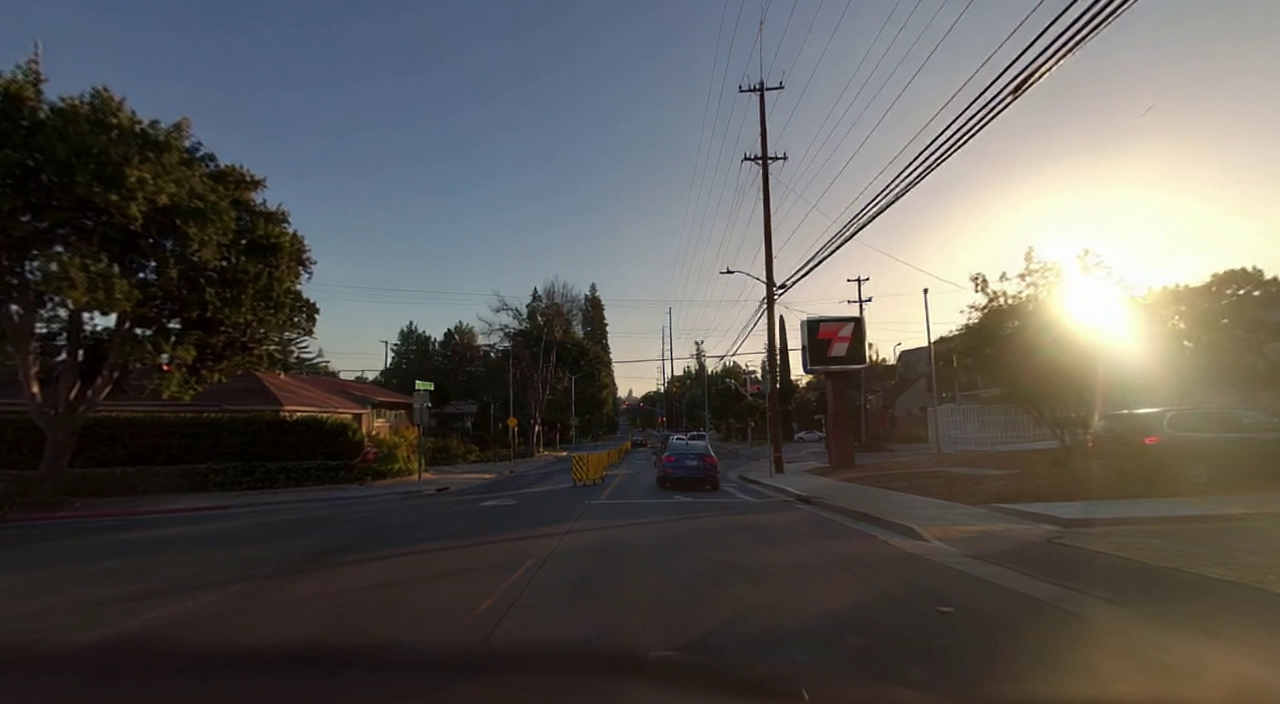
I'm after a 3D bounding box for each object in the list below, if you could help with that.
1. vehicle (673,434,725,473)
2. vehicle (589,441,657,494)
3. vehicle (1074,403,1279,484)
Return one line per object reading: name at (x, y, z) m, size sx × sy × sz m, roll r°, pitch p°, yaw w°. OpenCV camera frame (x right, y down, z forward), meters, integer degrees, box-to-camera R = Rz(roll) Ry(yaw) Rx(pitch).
vehicle at (3.196, 5.470, 34.272) m, size 2.553 × 1.868 × 5.536 m, roll -1°, pitch -8°, yaw 5°
vehicle at (-0.570, 3.493, 19.484) m, size 1.874 × 1.427 × 3.976 m, roll 0°, pitch -8°, yaw -3°
vehicle at (13.351, 2.159, 14.979) m, size 4.518 × 1.764 × 2.014 m, roll -1°, pitch -8°, yaw 3°
